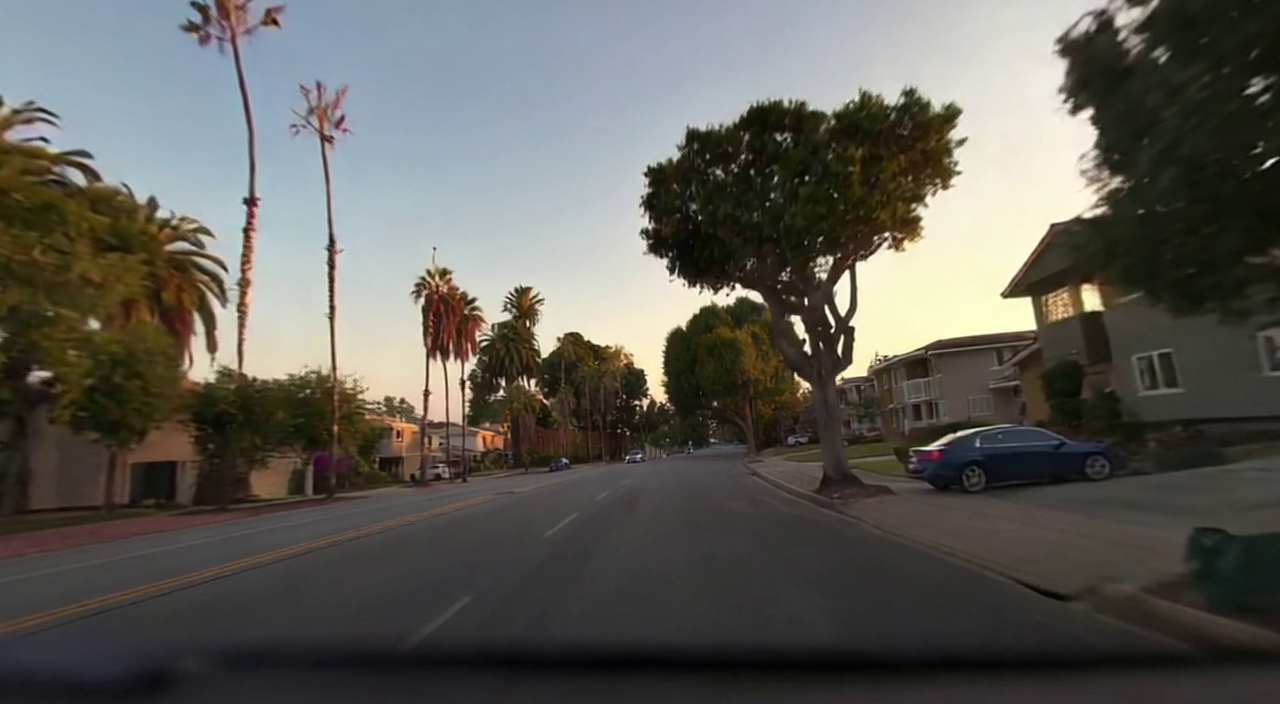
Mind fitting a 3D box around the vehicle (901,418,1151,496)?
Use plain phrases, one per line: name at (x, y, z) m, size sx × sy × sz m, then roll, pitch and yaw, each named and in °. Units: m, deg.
vehicle at (9.060, 2.505, 15.174) m, size 4.646 × 1.687 × 1.975 m, roll -1°, pitch -8°, yaw 0°
